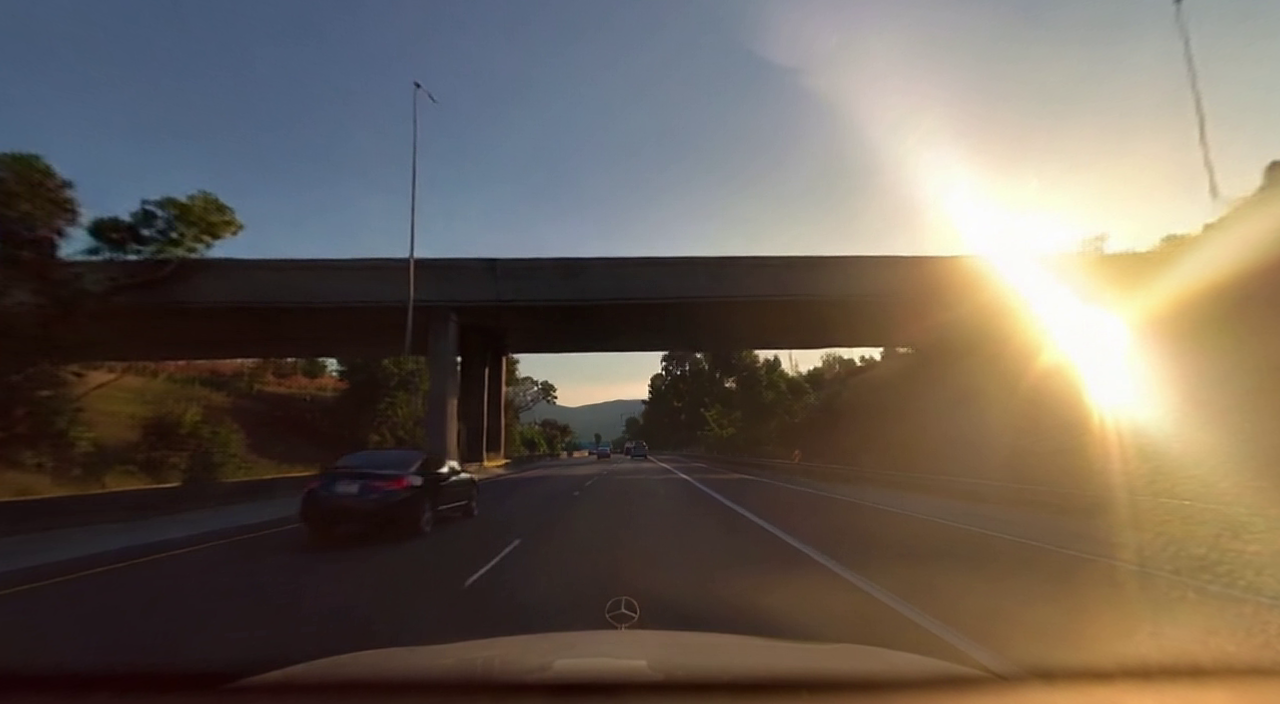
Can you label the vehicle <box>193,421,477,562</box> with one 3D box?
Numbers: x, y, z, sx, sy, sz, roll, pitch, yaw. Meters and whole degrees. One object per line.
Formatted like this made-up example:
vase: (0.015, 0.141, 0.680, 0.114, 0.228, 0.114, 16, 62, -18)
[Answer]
vehicle: (-4.171, 1.974, 9.715, 2.076, 1.637, 4.526, 0, -8, 0)
